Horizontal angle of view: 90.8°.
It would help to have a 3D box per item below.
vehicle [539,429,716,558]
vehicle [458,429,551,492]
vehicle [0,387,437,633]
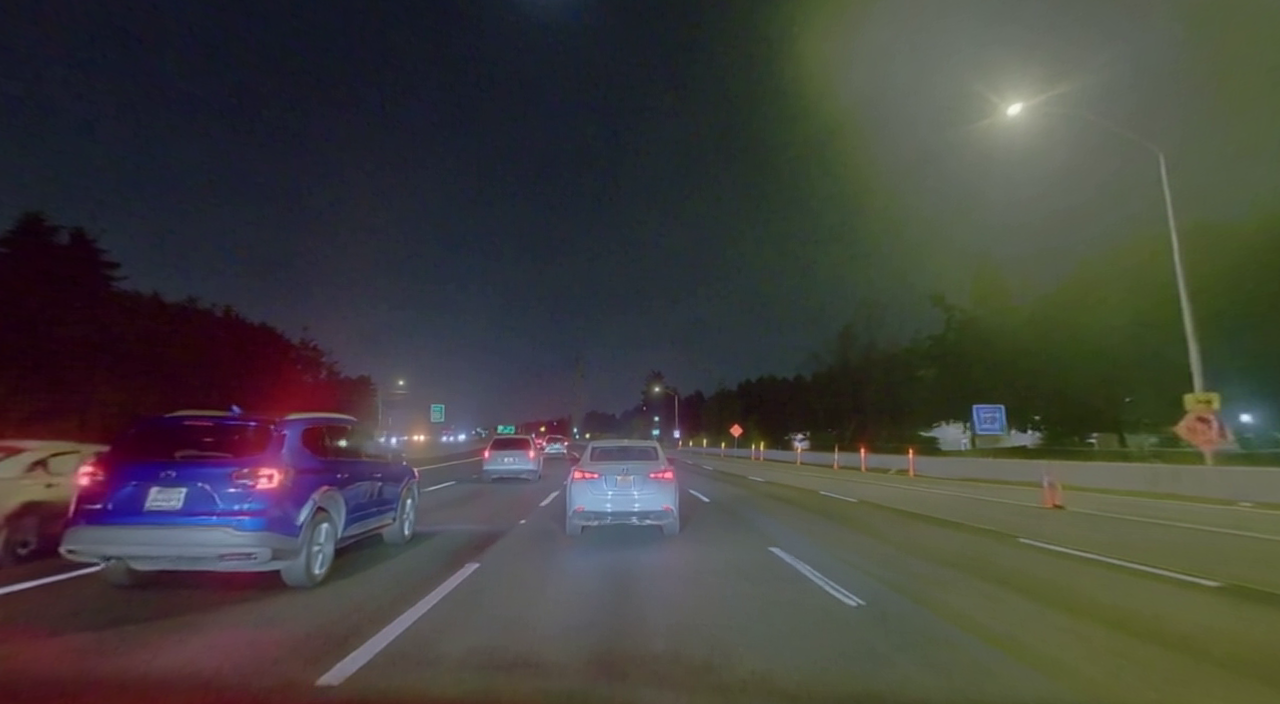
[{"bbox_3d":[-0.208,1.949,9.420,2.069,1.484,3.982,0,-9,-2],"label":"vehicle"},{"bbox_3d":[-4.035,3.298,19.473,1.982,1.727,4.057,0,-9,0],"label":"vehicle"},{"bbox_3d":[-3.757,1.406,6.528,2.025,1.708,4.089,0,-9,-1],"label":"vehicle"}]
